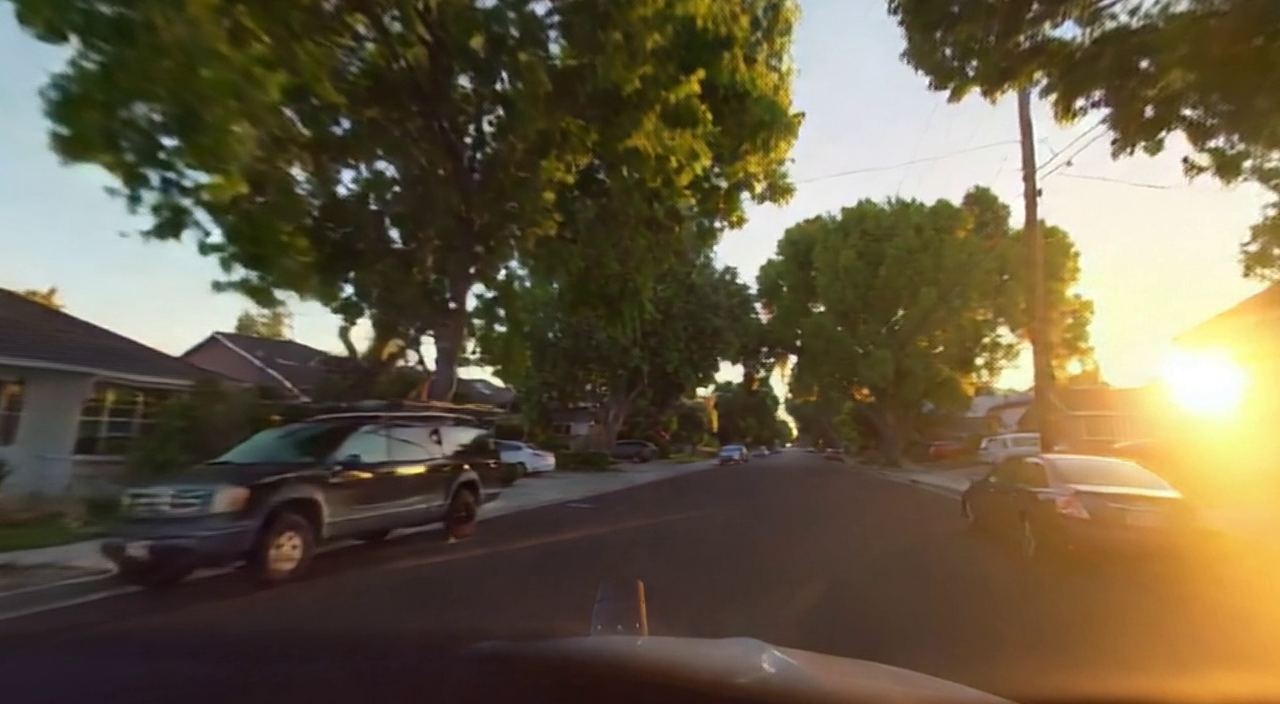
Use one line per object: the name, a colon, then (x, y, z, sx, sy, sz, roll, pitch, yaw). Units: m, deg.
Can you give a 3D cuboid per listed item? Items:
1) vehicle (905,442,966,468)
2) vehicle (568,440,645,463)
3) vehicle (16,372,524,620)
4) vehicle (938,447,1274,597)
vehicle: (20.913, 7.294, 44.688, 3.647, 1.784, 1.650, -3, -8, 16)
vehicle: (-2.324, 6.925, 43.901, 4.977, 1.558, 2.079, -2, -8, 14)
vehicle: (-3.921, 1.686, 8.610, 2.337, 2.084, 6.088, -3, -9, 13)
vehicle: (5.779, 2.052, 8.733, 1.959, 1.431, 4.647, -2, -8, 13)
